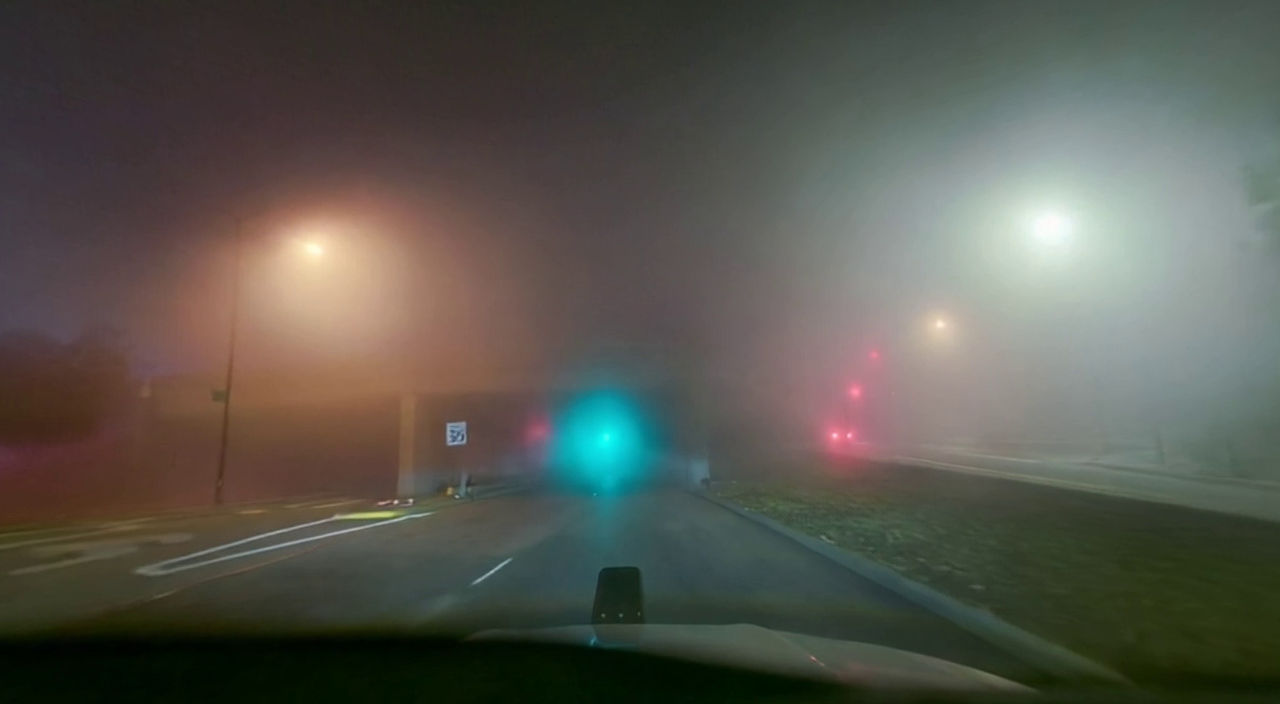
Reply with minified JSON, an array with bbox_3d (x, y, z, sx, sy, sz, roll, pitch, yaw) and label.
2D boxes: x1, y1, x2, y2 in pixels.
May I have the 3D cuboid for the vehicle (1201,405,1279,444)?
[{"bbox_3d":[25.298,2.933,25.165,1.931,1.465,4.207,0,-8,-2],"label":"vehicle"}]
